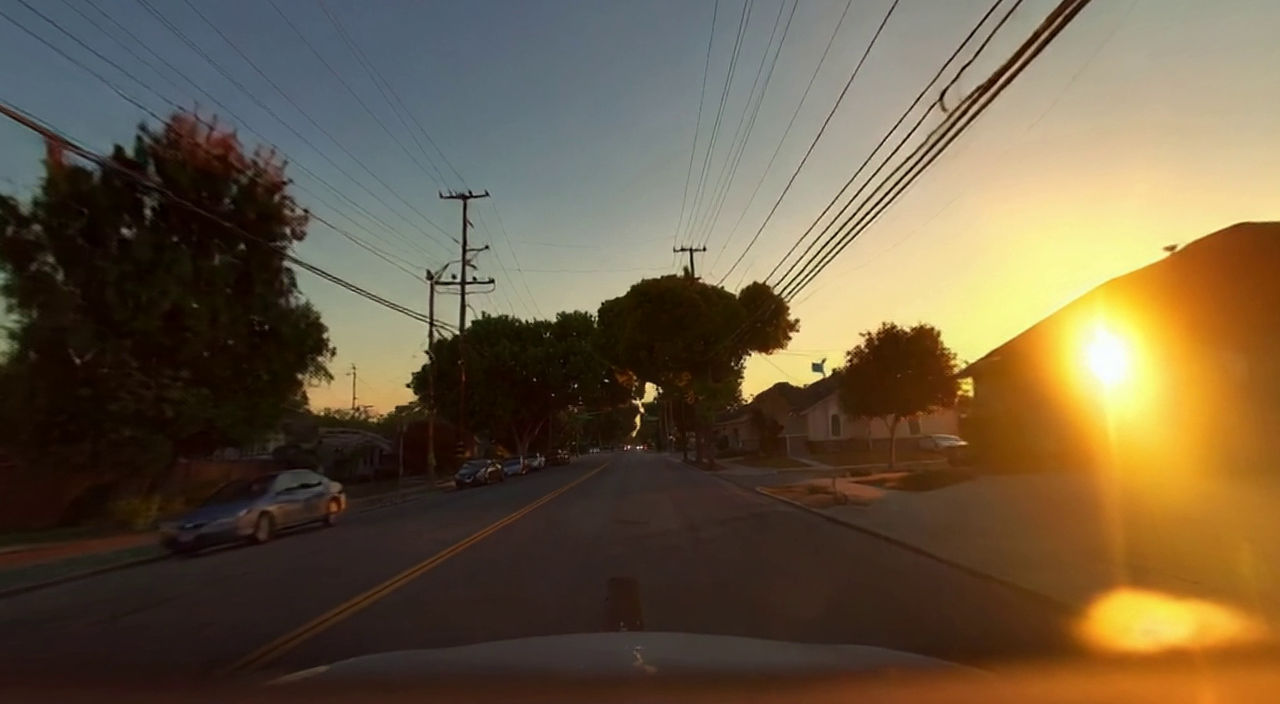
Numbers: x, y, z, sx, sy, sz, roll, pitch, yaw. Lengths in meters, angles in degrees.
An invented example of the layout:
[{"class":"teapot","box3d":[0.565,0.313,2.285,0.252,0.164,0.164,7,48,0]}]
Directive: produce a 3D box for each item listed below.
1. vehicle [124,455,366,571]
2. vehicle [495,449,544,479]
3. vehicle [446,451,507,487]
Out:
[{"class":"vehicle","box3d":[-7.202,2.896,12.154,1.869,1.442,4.344,-9,-8,-1]},{"class":"vehicle","box3d":[-7.597,7.111,40.345,1.839,1.494,4.757,-9,-9,2]},{"class":"vehicle","box3d":[-7.732,5.551,30.238,1.949,1.512,3.818,0,-8,-1]}]
